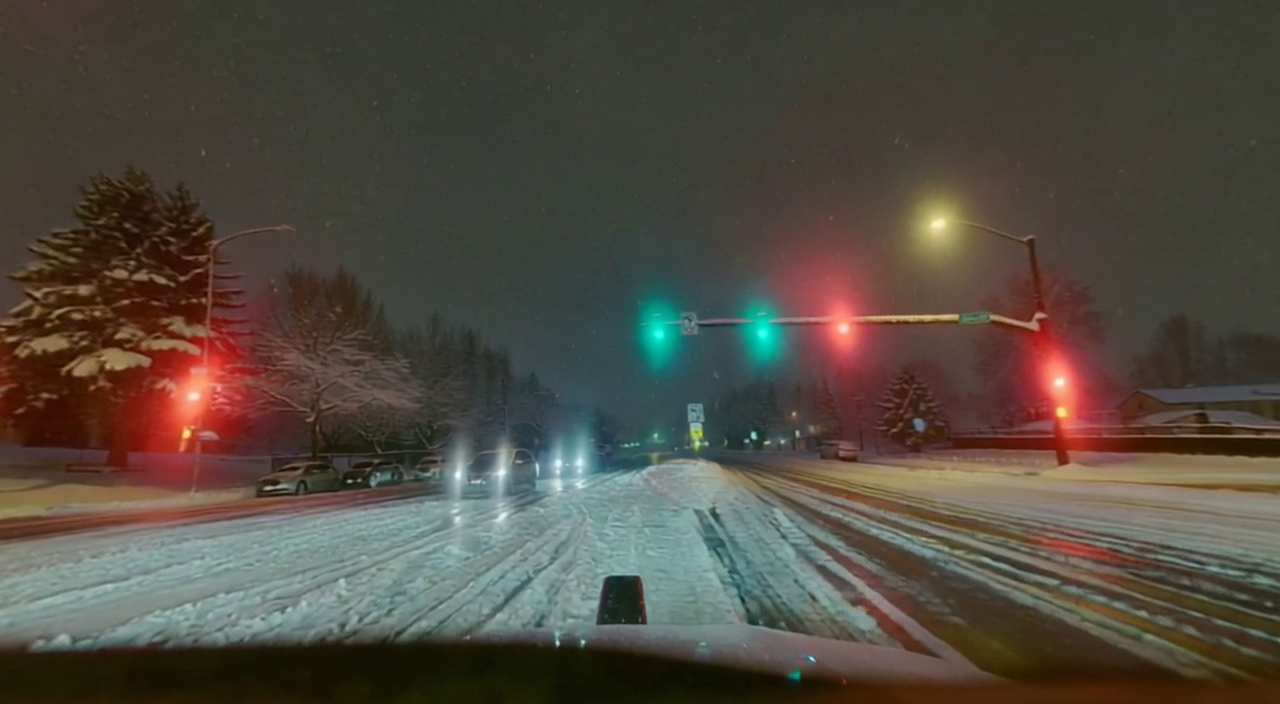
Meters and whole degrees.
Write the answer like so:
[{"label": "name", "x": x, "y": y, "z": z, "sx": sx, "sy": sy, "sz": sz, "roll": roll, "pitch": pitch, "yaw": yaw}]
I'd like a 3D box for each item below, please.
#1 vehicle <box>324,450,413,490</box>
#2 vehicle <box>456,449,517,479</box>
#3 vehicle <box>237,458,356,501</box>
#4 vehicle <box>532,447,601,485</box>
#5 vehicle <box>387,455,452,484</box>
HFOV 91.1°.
[{"label": "vehicle", "x": -13.496, "y": 5.863, "z": 31.620, "sx": 1.960, "sy": 1.819, "sz": 5.018, "roll": -1, "pitch": -9, "yaw": 3}, {"label": "vehicle", "x": -9.448, "y": 6.908, "z": 39.083, "sx": 2.126, "sy": 1.709, "sz": 5.095, "roll": -1, "pitch": -9, "yaw": 5}, {"label": "vehicle", "x": -13.879, "y": 5.139, "z": 25.752, "sx": 2.055, "sy": 1.506, "sz": 4.663, "roll": -1, "pitch": -9, "yaw": 3}, {"label": "vehicle", "x": -3.065, "y": 4.894, "z": 27.274, "sx": 2.154, "sy": 1.501, "sz": 4.416, "roll": -1, "pitch": -9, "yaw": 5}, {"label": "vehicle", "x": -12.954, "y": 6.905, "z": 37.220, "sx": 1.804, "sy": 1.486, "sz": 4.625, "roll": -1, "pitch": -9, "yaw": 5}]
